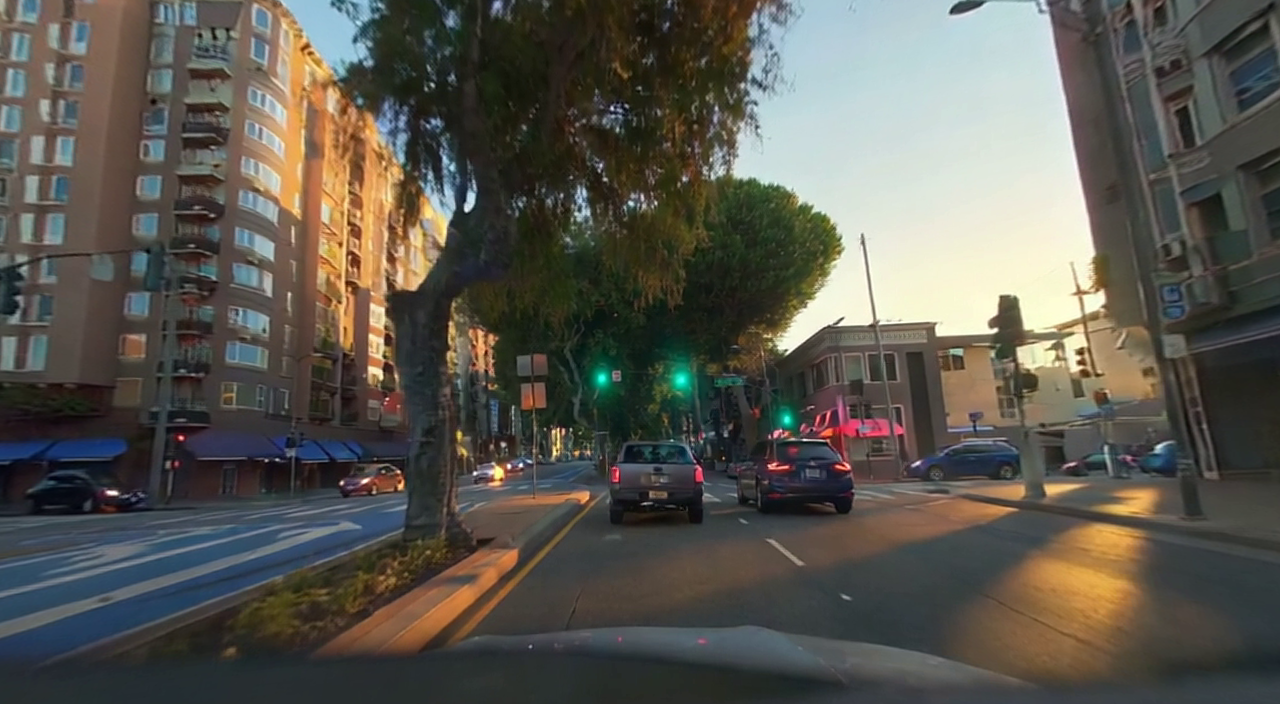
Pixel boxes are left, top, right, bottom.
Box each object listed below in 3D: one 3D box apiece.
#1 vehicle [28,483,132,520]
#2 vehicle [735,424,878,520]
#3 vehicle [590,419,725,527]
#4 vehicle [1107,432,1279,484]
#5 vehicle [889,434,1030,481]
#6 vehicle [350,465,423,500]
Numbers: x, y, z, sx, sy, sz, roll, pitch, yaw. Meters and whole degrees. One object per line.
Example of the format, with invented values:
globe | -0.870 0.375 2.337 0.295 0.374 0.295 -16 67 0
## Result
vehicle | -27.610 7.366 31.189 3.416 1.466 1.840 -3 -6 0
vehicle | 3.377 2.527 13.678 1.939 1.746 4.091 0 -9 0
vehicle | 0.301 2.322 12.522 2.209 1.748 4.130 0 -9 0
vehicle | 18.924 3.604 21.555 4.248 1.642 1.961 0 -9 0
vehicle | 14.279 4.748 28.502 5.156 2.005 2.122 -1 -9 6
vehicle | -13.419 6.914 33.697 2.035 1.619 4.327 0 -9 1
